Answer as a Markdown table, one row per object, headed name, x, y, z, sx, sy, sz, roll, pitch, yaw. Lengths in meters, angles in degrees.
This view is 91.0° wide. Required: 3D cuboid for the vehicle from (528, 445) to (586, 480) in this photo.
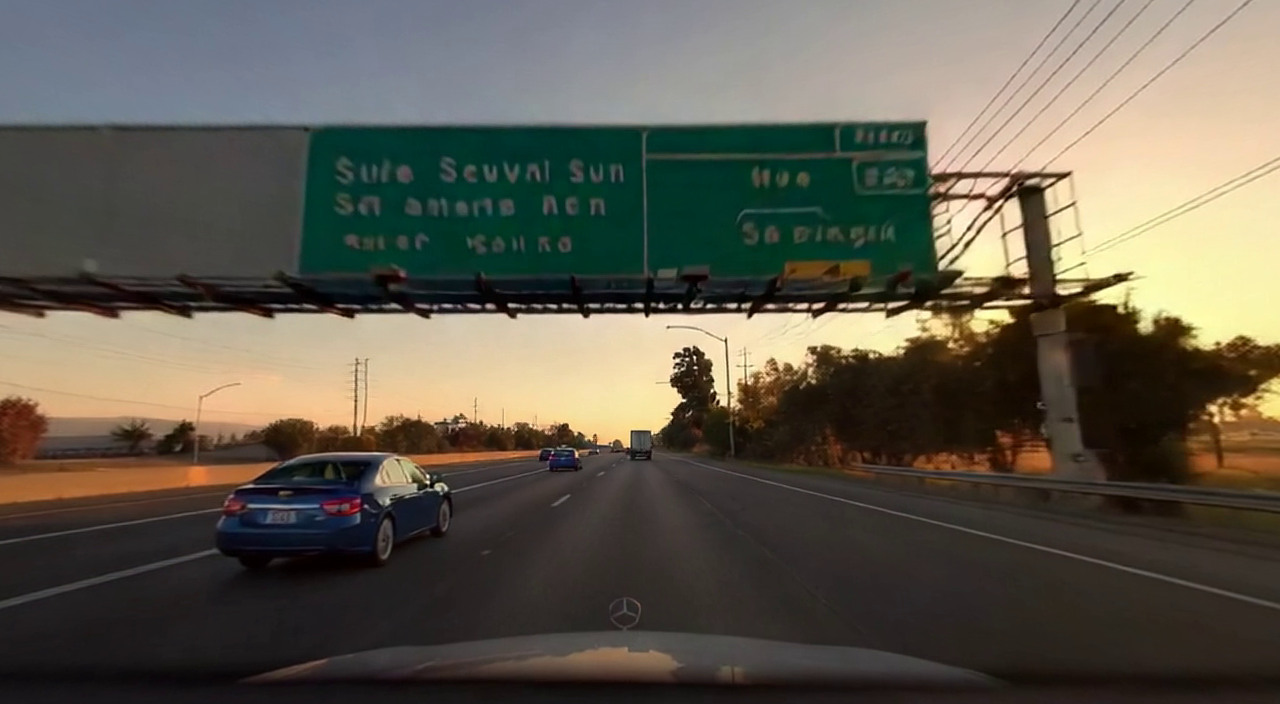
| name | x | y | z | sx | sy | sz | roll | pitch | yaw |
| --- | --- | --- | --- | --- | --- | --- | --- | --- | --- |
| vehicle | -3.841 | 5.194 | 29.906 | 2.104 | 1.501 | 4.459 | 0 | -9 | 0 |
